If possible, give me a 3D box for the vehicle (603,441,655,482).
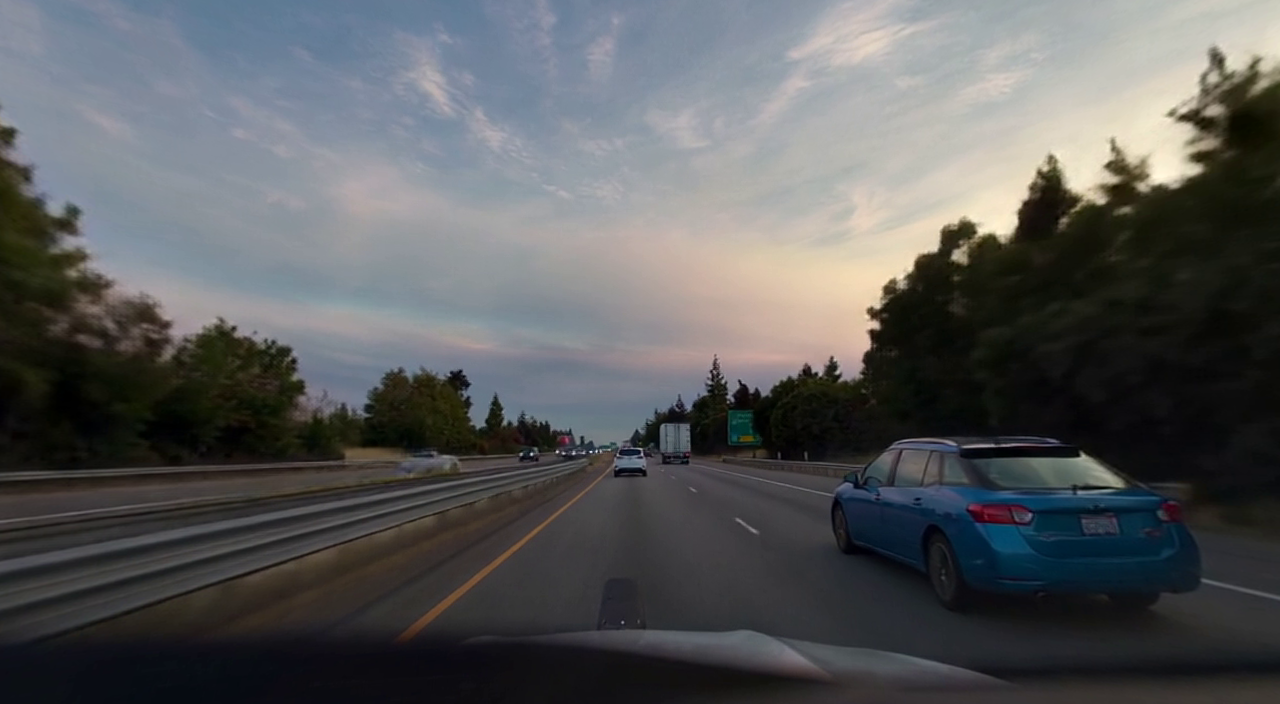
[{"bbox_3d":[-0.482,4.951,28.771,2.190,1.706,4.062,0,-9,-1],"label":"vehicle"}]
